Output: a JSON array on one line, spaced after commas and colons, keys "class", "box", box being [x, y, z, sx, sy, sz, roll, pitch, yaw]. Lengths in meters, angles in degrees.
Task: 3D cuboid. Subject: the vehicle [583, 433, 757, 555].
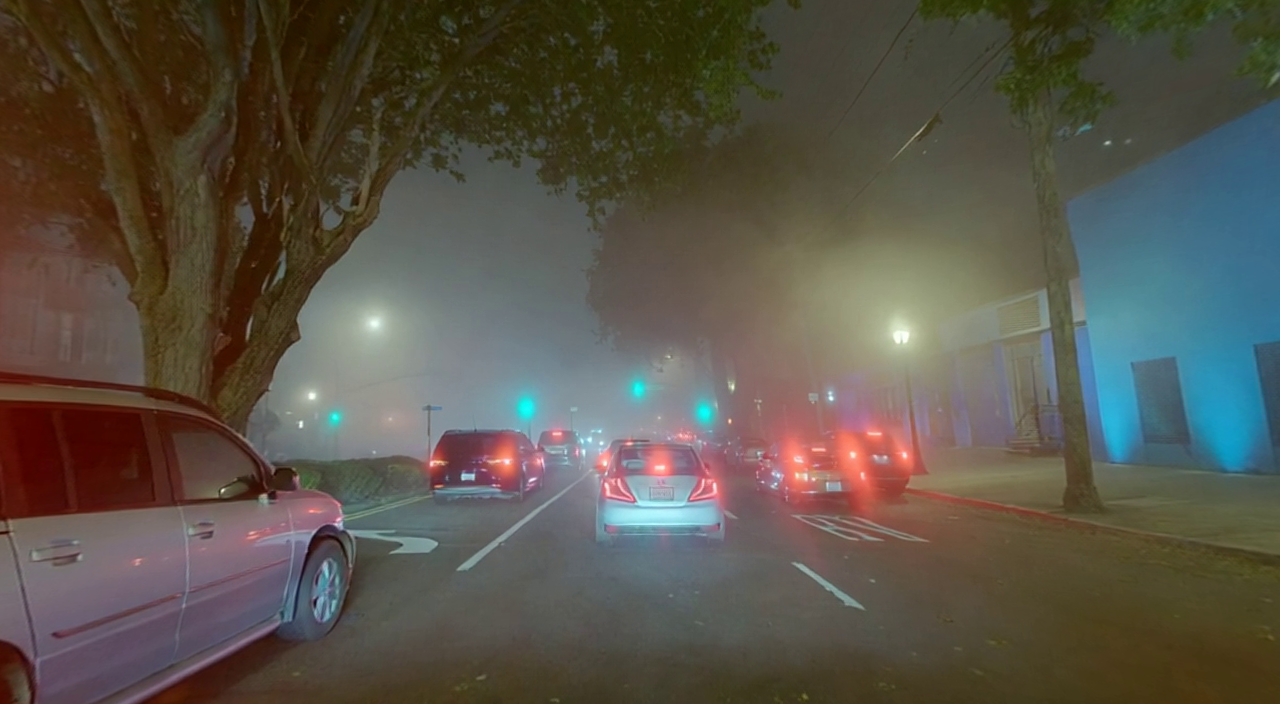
[{"class": "vehicle", "box": [0.269, 1.998, 9.583, 2.095, 1.438, 3.843, 0, -9, -3]}]

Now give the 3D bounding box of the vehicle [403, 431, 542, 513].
[{"class": "vehicle", "box": [-3.513, 2.617, 14.244, 1.901, 1.522, 4.556, 0, -8, 0]}]

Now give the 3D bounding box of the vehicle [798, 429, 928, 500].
[{"class": "vehicle", "box": [6.344, 3.246, 18.681, 2.025, 1.808, 4.579, 0, -9, -2]}]

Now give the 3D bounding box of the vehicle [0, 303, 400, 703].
[{"class": "vehicle", "box": [-3.268, 0.933, 3.383, 2.152, 1.802, 4.628, 0, -9, 0]}]
